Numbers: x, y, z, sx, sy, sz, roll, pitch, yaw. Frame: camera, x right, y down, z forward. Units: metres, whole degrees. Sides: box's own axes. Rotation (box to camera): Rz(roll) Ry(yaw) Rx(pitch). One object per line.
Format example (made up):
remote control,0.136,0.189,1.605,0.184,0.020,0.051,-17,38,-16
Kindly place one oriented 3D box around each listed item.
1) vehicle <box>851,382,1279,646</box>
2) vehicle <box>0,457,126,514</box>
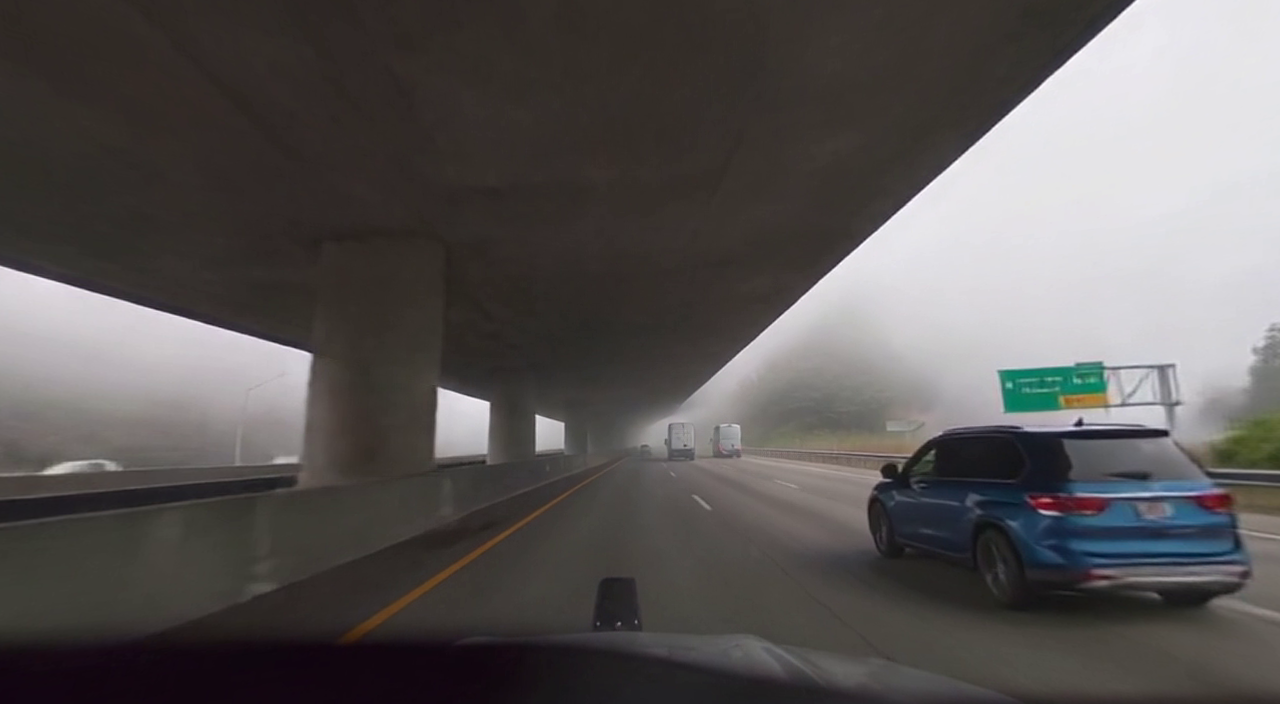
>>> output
vehicle,4.002,1.366,6.346,2.148,1.691,4.443,0,-9,-1
vehicle,-43.859,9.608,46.304,2.907,3.595,10.577,0,-8,1
